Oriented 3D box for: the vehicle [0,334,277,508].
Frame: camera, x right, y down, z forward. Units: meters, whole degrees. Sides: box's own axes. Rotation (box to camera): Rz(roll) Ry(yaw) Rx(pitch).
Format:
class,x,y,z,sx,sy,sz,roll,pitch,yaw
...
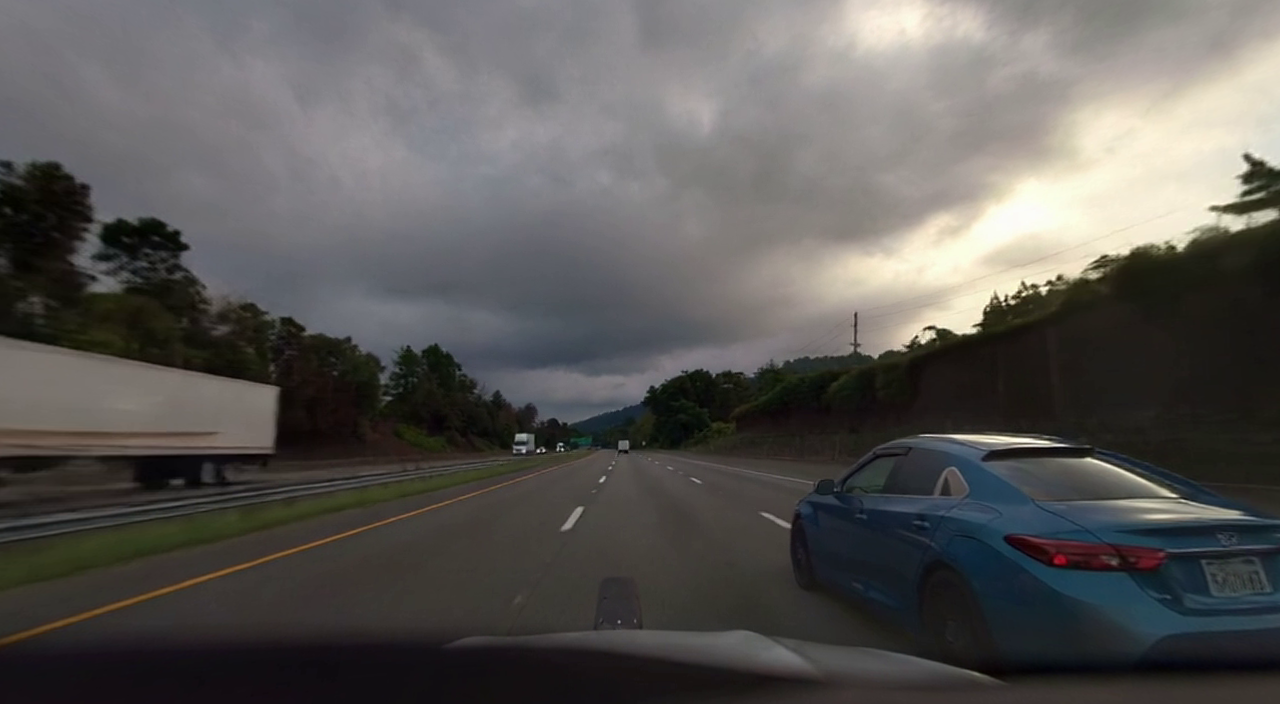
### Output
class,x,y,z,sx,sy,sz,roll,pitch,yaw
vehicle,-16.838,2.329,19.467,3.058,4.084,14.014,0,-9,-1
